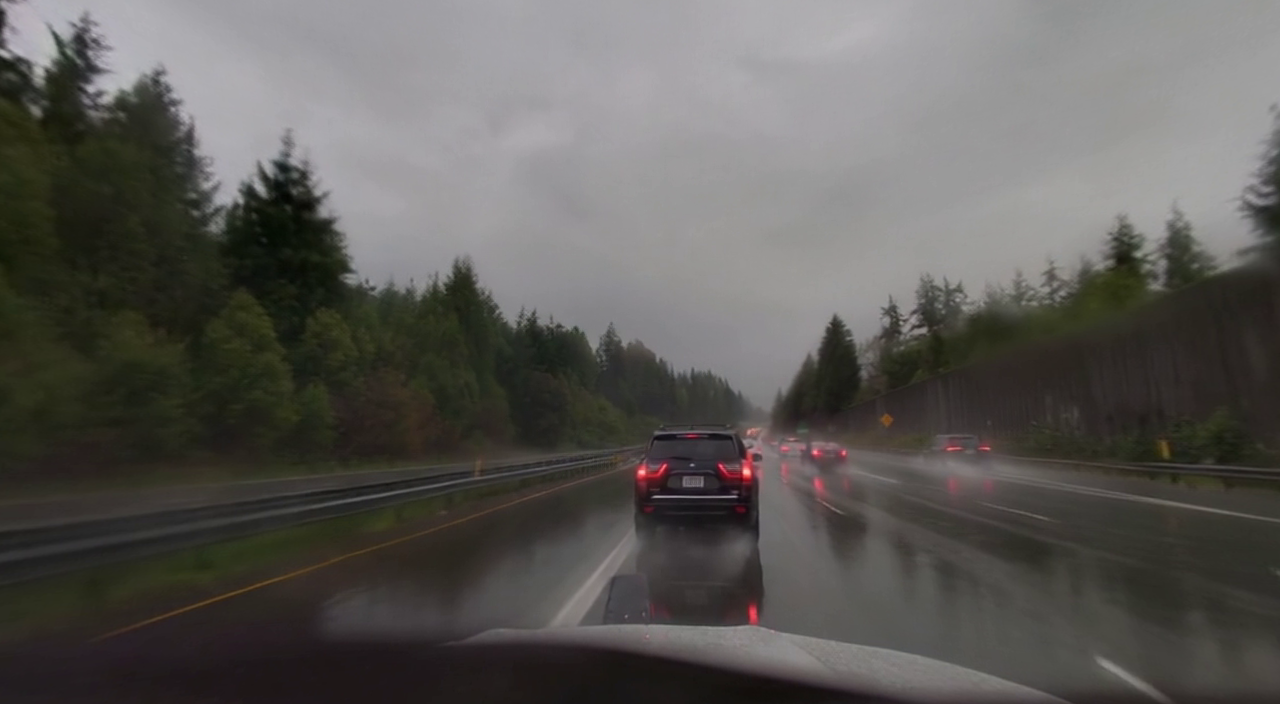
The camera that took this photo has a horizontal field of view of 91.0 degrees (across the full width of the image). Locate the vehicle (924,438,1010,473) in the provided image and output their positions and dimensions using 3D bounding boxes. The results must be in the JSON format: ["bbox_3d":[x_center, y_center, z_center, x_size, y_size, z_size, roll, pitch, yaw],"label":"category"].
[{"bbox_3d":[14.917,4.724,29.046,1.990,1.478,4.475,-1,-8,7],"label":"vehicle"}]

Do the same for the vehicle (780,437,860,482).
[{"bbox_3d":[6.456,3.883,23.100,1.962,1.442,4.536,-1,-8,5],"label":"vehicle"}]

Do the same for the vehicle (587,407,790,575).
[{"bbox_3d":[0.715,1.682,8.393,2.021,1.635,4.085,-1,-8,7],"label":"vehicle"}]
